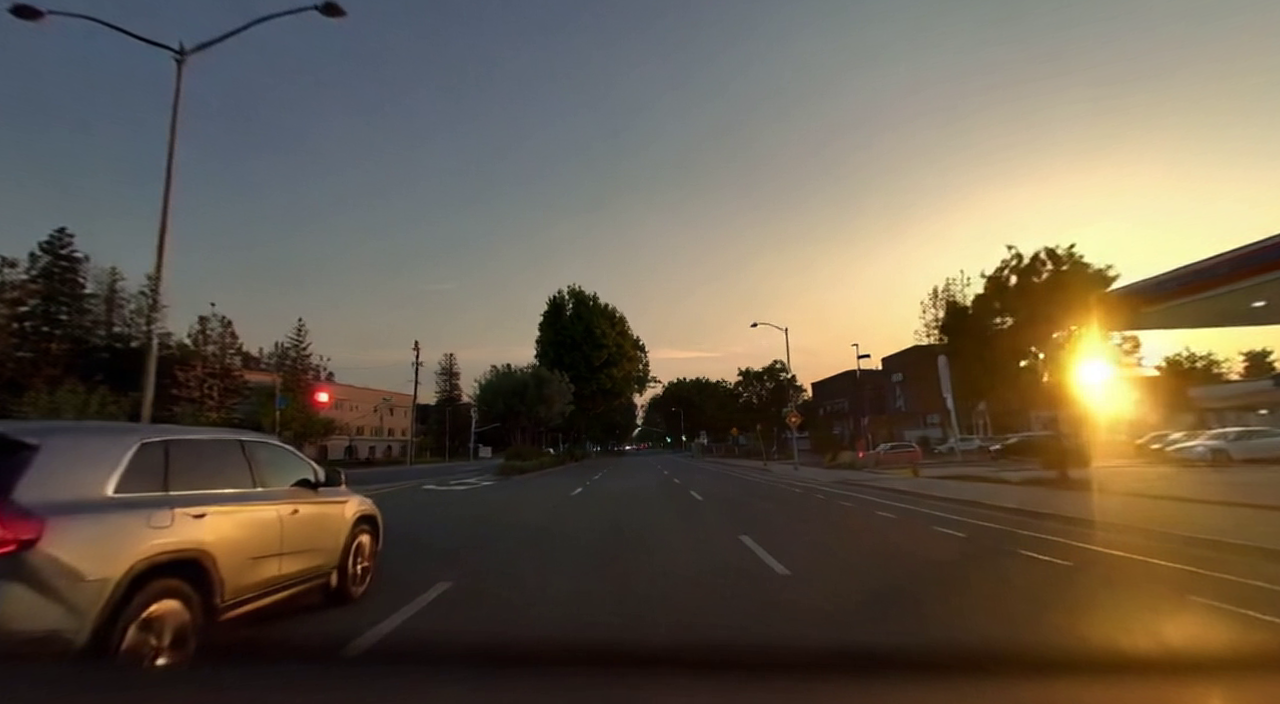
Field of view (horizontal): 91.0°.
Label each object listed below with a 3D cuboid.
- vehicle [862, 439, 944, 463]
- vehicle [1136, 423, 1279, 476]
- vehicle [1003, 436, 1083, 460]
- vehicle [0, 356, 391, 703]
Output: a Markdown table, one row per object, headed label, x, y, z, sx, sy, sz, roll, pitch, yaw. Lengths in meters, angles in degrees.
| label | x | y | z | sx | sy | sz | roll | pitch | yaw |
| --- | --- | --- | --- | --- | --- | --- | --- | --- | --- |
| vehicle | 17.731 | 6.724 | 42.646 | 4.671 | 1.466 | 1.937 | 0 | -10 | 5 |
| vehicle | 23.173 | 3.875 | 25.348 | 2.302 | 1.795 | 4.724 | -3 | -8 | -3 |
| vehicle | 30.163 | 7.213 | 47.247 | 4.507 | 1.752 | 2.016 | -2 | -9 | 9 |
| vehicle | -3.412 | 1.057 | 3.637 | 2.039 | 1.656 | 4.710 | 0 | -9 | -1 |
